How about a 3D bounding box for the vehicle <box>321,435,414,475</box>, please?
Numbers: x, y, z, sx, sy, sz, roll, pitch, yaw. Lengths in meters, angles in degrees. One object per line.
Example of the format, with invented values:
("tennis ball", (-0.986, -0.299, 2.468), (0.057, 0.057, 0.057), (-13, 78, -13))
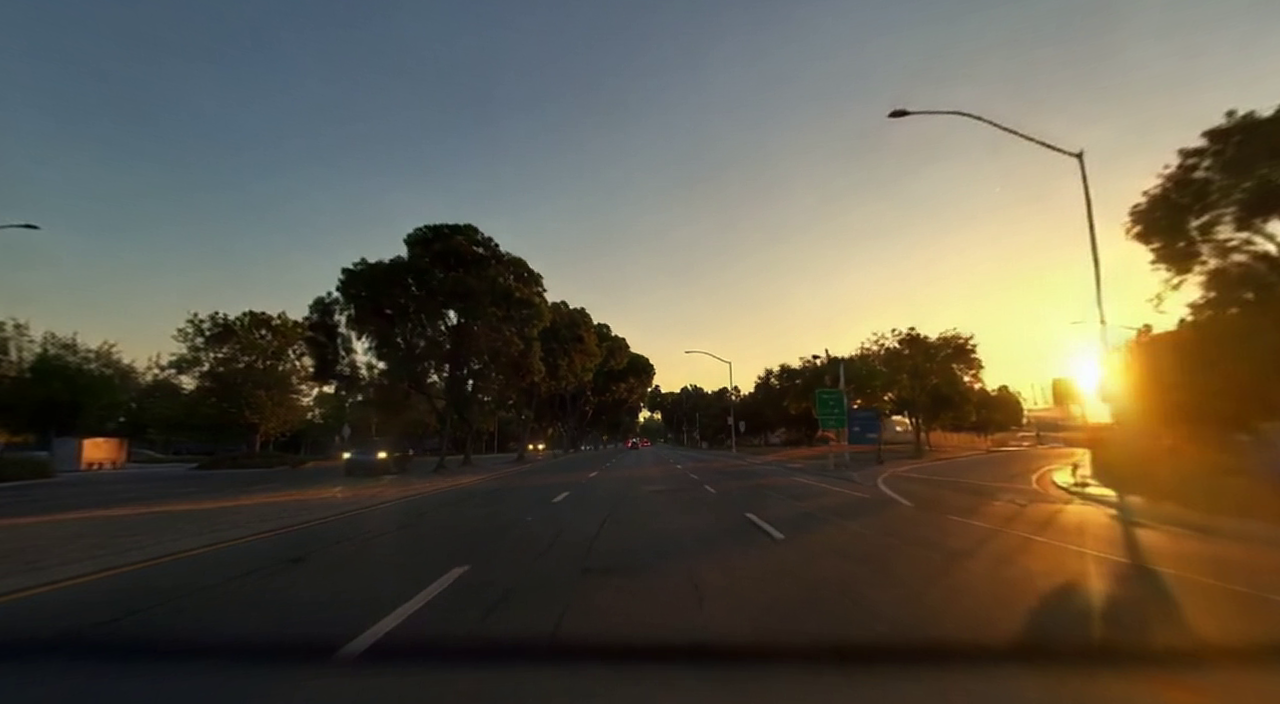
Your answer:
("vehicle", (-12.951, 4.931, 30.471), (2.156, 1.728, 4.968), (0, -8, 2))
